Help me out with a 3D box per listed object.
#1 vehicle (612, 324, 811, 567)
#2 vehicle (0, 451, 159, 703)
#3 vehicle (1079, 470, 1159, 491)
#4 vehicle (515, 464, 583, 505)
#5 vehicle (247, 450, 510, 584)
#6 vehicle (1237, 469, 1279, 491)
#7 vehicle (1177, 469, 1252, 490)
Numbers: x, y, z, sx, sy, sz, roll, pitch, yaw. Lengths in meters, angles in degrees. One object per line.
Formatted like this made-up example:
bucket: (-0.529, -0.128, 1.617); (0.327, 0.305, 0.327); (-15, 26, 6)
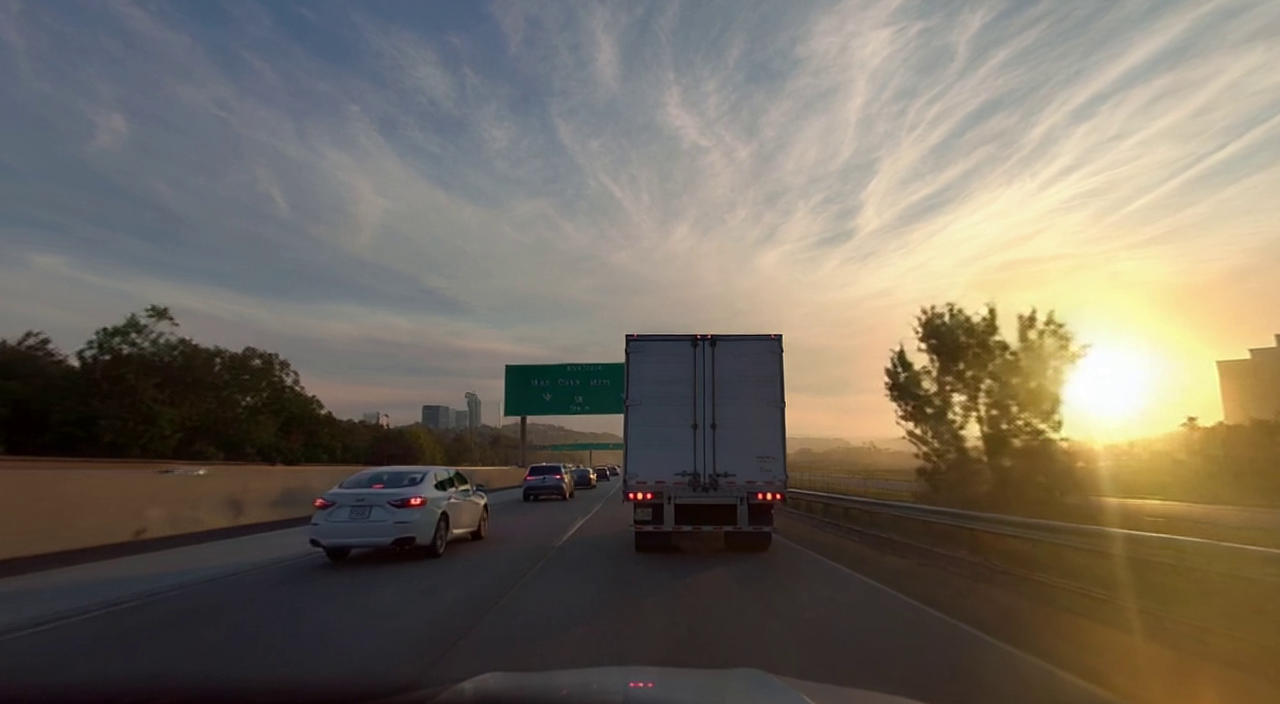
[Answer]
vehicle: (1.103, 2.113, 13.595); (2.831, 3.529, 8.689); (0, -11, 1)
vehicle: (-4.236, 0.948, 1.829); (2.043, 1.391, 4.515); (0, -11, 1)
vehicle: (35.750, 9.576, 47.131); (4.299, 1.465, 1.807); (-1, -11, 7)
vehicle: (-3.589, 5.336, 25.632); (1.964, 1.482, 4.371); (0, -11, 1)
vehicle: (-3.537, 2.358, 9.729); (1.983, 1.509, 4.679); (1, -11, 1)
vehicle: (48.913, 9.849, 48.561); (4.681, 1.572, 1.862); (3, -11, -15)
vehicle: (42.980, 9.565, 47.151); (3.974, 1.485, 1.709); (1, -11, -4)
